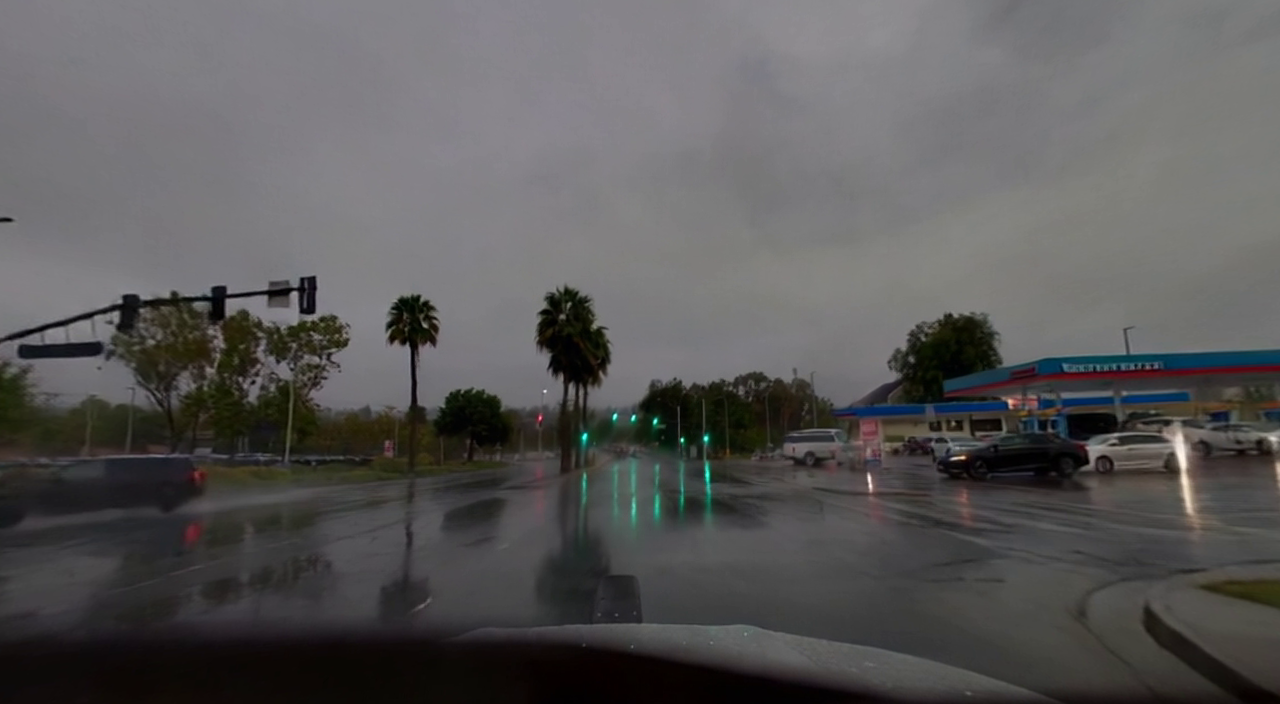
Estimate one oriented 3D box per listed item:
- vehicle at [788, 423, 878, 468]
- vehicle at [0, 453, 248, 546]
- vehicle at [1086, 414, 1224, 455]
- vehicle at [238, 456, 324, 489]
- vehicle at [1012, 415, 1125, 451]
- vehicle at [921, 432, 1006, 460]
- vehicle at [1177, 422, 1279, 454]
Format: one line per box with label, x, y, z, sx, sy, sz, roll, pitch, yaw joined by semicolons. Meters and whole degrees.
vehicle;13.299;6.647;44.693;2.944;2.783;10.332;0;-9;-1
vehicle;-11.022;2.888;13.183;1.920;1.496;4.763;-2;-9;14
vehicle;30.197;4.890;37.195;6.052;2.171;2.511;-1;-9;-5
vehicle;-25.865;8.657;45.640;5.056;1.839;1.957;-4;-6;-2
vehicle;28.928;5.519;42.806;5.625;2.303;2.592;0;-9;2
vehicle;21.628;6.302;42.322;4.578;1.756;2.042;1;-9;-5
vehicle;30.372;4.388;32.129;4.286;1.519;2.070;-1;-9;-4
